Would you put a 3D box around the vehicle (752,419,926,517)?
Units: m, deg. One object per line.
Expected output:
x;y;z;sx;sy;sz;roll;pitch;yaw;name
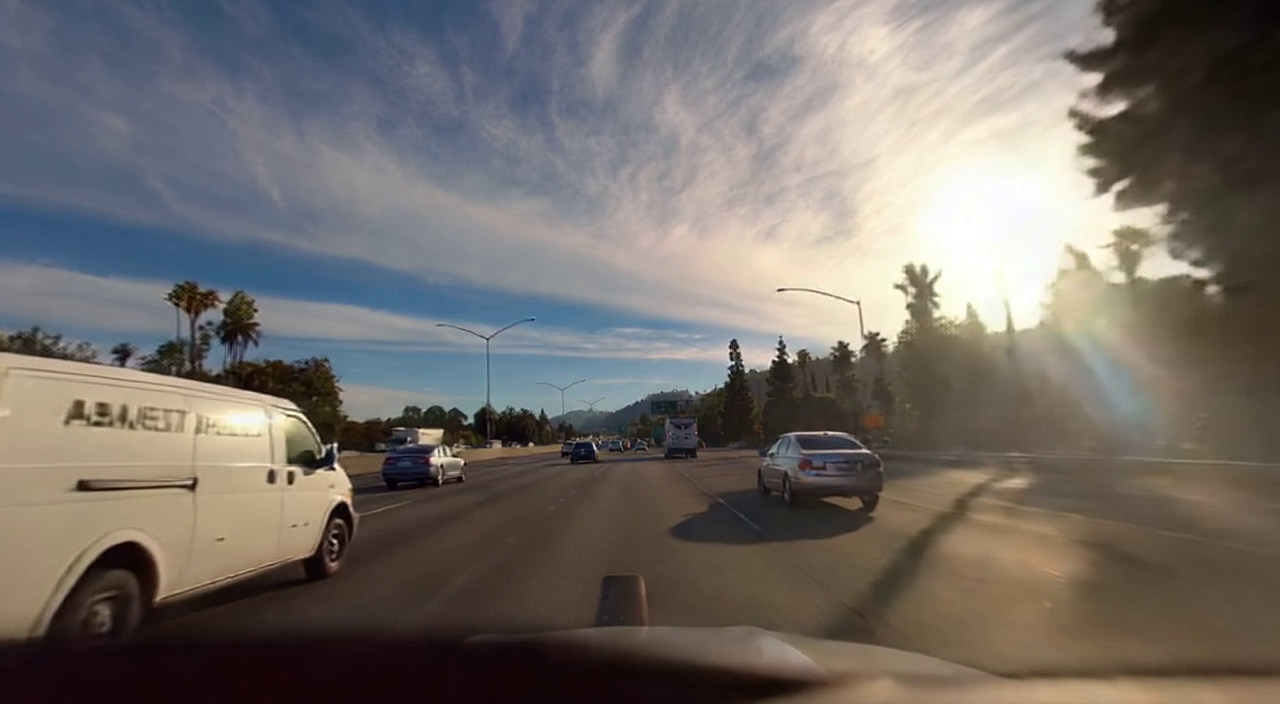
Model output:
3.842;2.340;13.184;2.124;1.674;4.494;0;-9;0;vehicle

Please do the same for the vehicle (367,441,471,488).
-7.593;3.897;22.139;2.050;1.487;4.372;0;-9;0;vehicle

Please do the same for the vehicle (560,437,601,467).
-3.578;6.117;38.569;2.017;1.683;4.094;0;-9;1;vehicle

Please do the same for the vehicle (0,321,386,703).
-4.036;1.044;4.489;2.215;1.859;5.375;0;-9;0;vehicle
